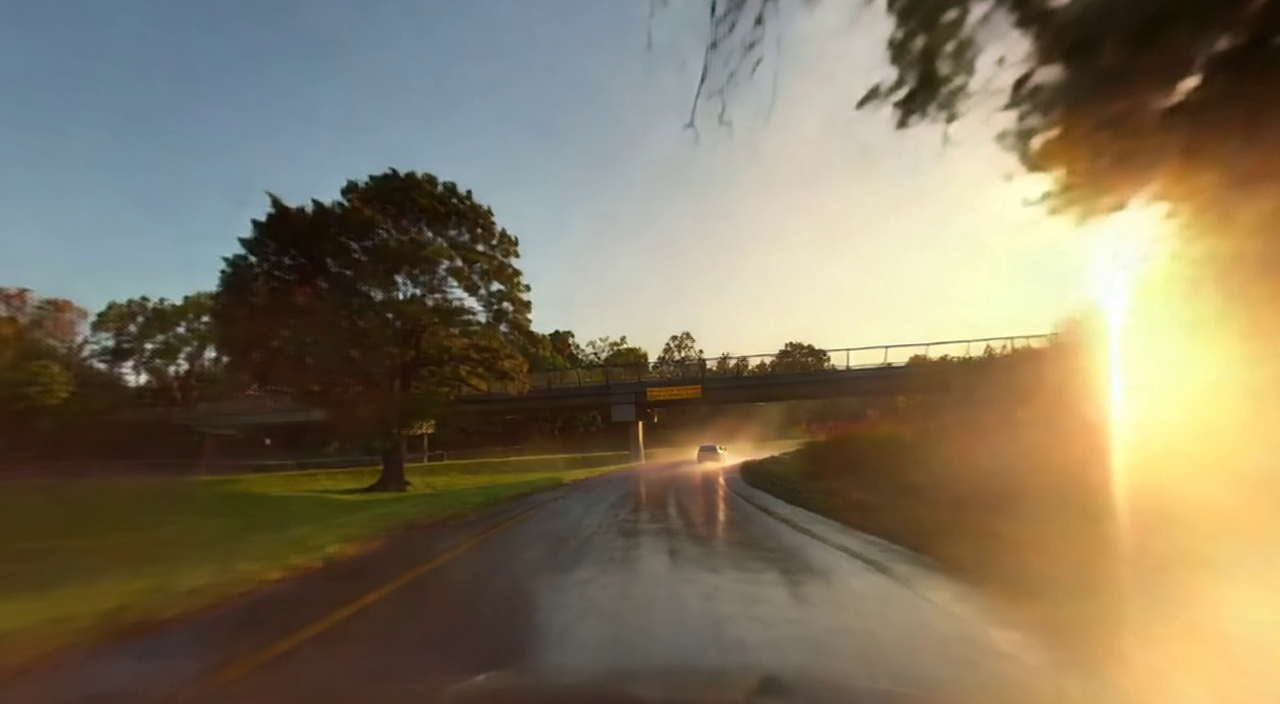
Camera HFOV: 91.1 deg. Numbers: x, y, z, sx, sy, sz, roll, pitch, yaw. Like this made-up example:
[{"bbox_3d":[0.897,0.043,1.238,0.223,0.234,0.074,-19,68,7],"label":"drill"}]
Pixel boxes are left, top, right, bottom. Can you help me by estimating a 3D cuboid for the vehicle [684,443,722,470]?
[{"bbox_3d":[3.720,6.082,36.584,1.980,1.449,3.650,-2,-9,8],"label":"vehicle"}]
